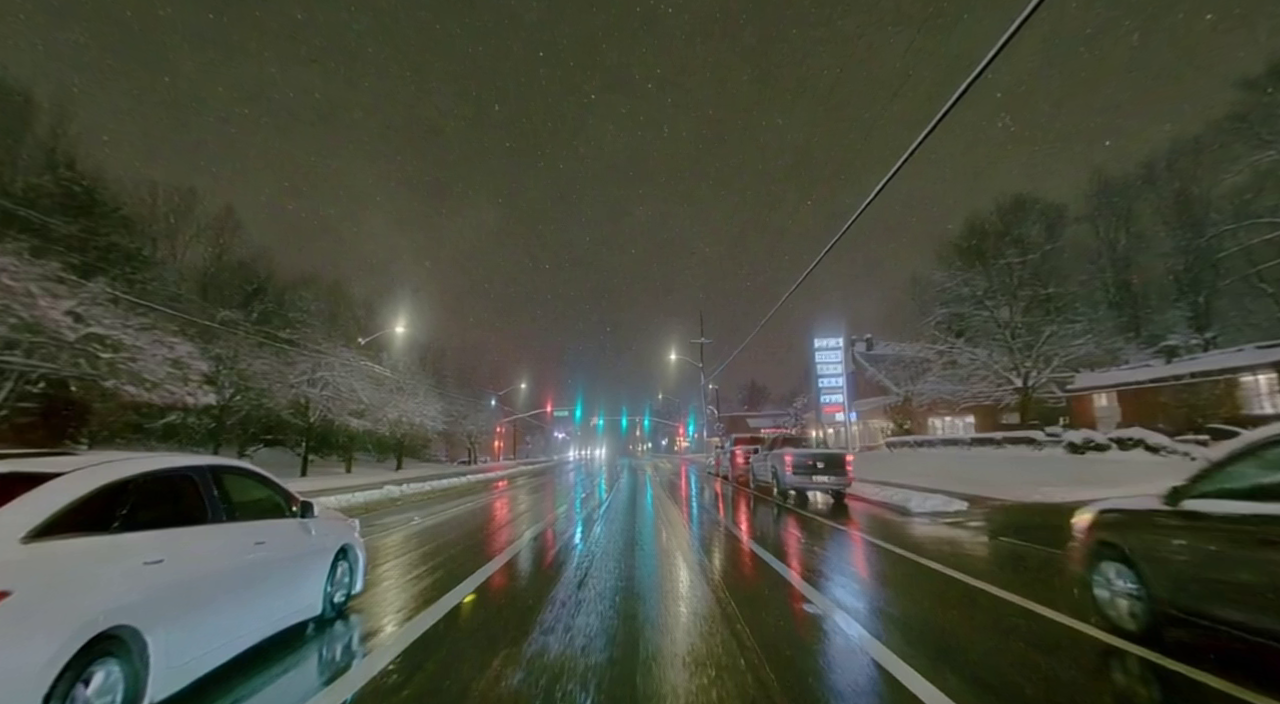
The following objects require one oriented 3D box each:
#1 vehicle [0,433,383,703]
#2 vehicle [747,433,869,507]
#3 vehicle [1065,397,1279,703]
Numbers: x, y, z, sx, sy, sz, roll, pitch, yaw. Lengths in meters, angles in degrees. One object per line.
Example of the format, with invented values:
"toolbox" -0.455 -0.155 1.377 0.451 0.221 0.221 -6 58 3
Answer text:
"vehicle" -3.023 1.094 2.767 1.874 1.424 4.553 -1 -8 0
"vehicle" 4.326 3.100 17.155 2.032 1.703 4.650 0 -8 0
"vehicle" 4.305 0.968 2.689 2.038 1.633 4.166 0 -8 0
